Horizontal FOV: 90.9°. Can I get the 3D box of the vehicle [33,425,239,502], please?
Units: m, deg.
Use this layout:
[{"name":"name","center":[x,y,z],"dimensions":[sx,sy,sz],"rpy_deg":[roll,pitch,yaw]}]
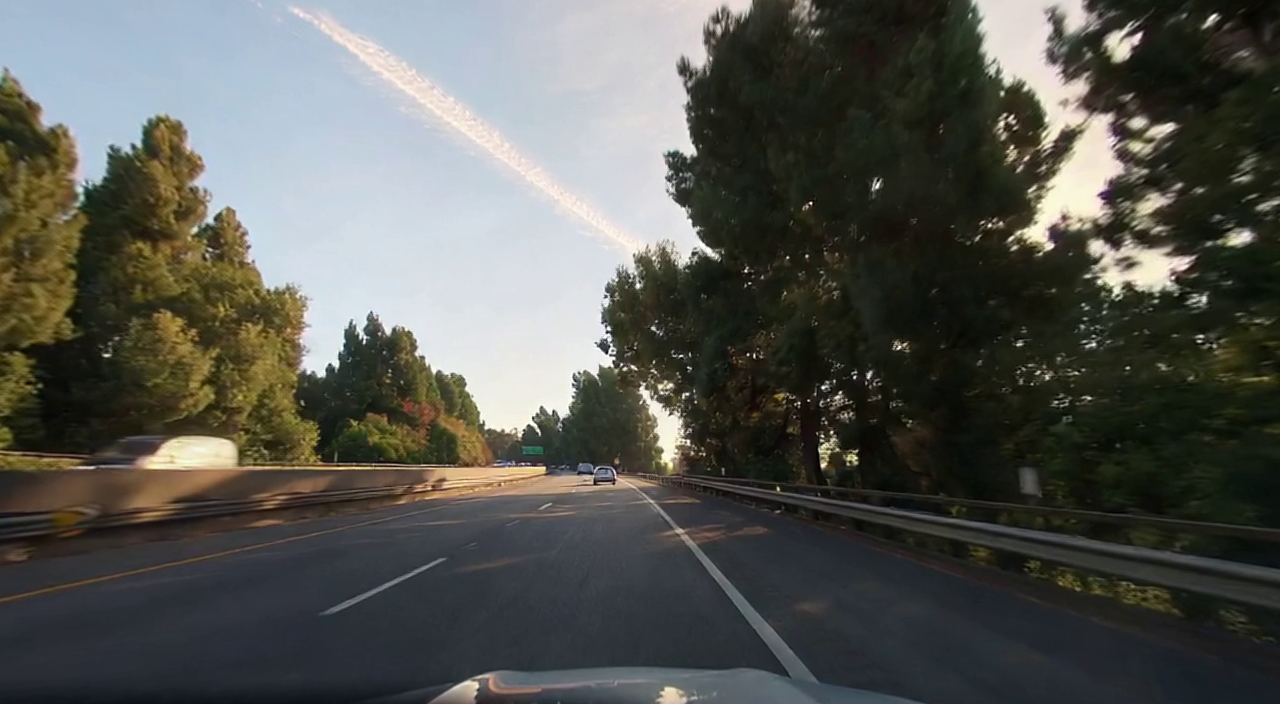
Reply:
[{"name":"vehicle","center":[-17.633,4.024,22.660],"dimensions":[2.487,2.367,5.817],"rpy_deg":[1,-11,0]}]
